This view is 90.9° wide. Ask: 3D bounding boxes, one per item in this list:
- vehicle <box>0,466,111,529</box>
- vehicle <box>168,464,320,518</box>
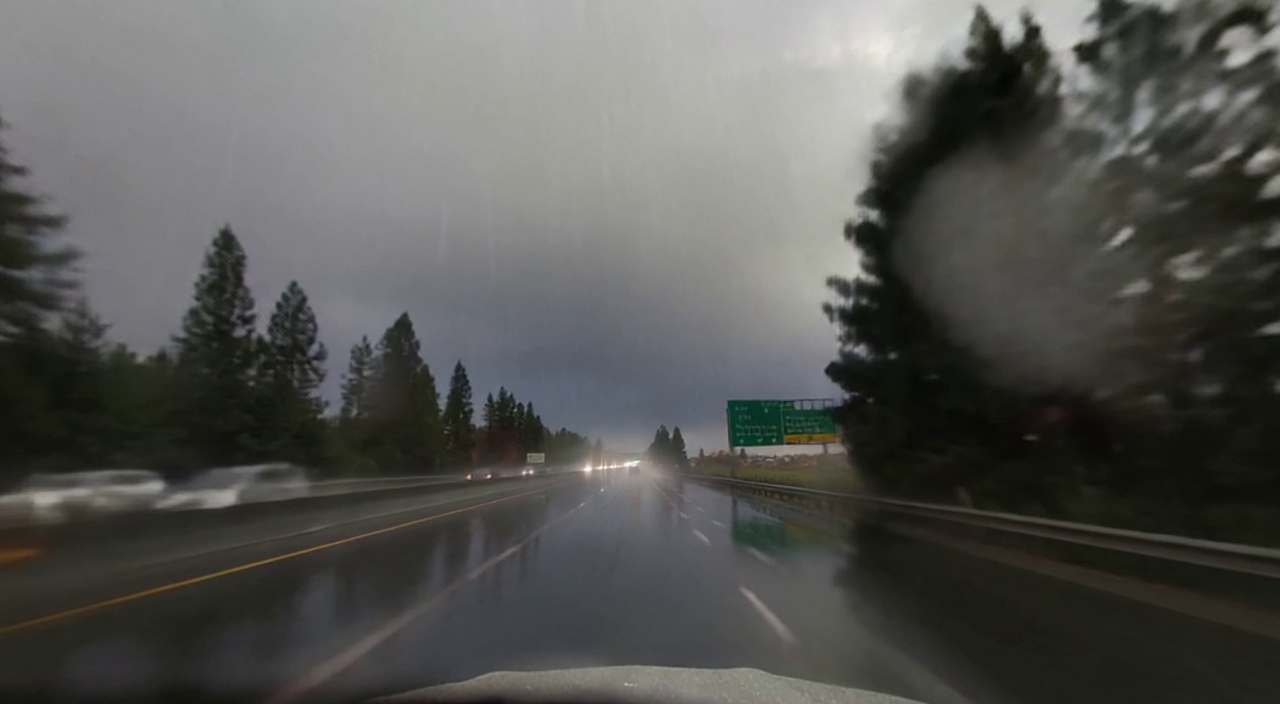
[{"bbox_3d":[-16.714,3.765,16.535,1.867,1.516,4.304,1,-11,0],"label":"vehicle"},{"bbox_3d":[-12.301,4.339,20.010,1.948,1.489,4.433,1,-11,0],"label":"vehicle"}]
